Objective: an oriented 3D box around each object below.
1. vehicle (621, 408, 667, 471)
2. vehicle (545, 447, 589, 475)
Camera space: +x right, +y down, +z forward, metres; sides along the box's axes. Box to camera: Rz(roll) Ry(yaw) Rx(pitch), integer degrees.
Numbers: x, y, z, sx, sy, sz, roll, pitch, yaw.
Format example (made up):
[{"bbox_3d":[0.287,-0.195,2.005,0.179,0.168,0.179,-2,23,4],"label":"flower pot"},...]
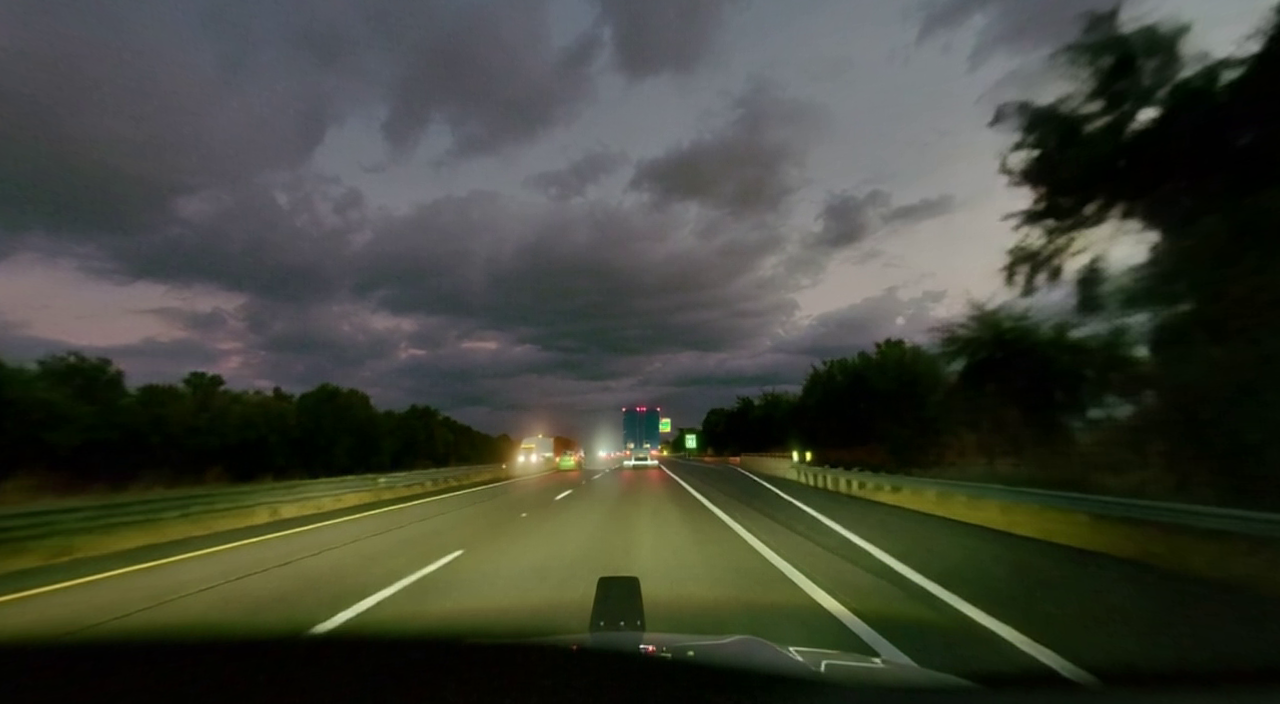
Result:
[{"bbox_3d":[0.254,6.291,44.934,2.899,3.966,10.053,0,-9,0],"label":"vehicle"},{"bbox_3d":[-4.366,6.590,38.398,2.051,1.538,4.569,0,-9,1],"label":"vehicle"}]
